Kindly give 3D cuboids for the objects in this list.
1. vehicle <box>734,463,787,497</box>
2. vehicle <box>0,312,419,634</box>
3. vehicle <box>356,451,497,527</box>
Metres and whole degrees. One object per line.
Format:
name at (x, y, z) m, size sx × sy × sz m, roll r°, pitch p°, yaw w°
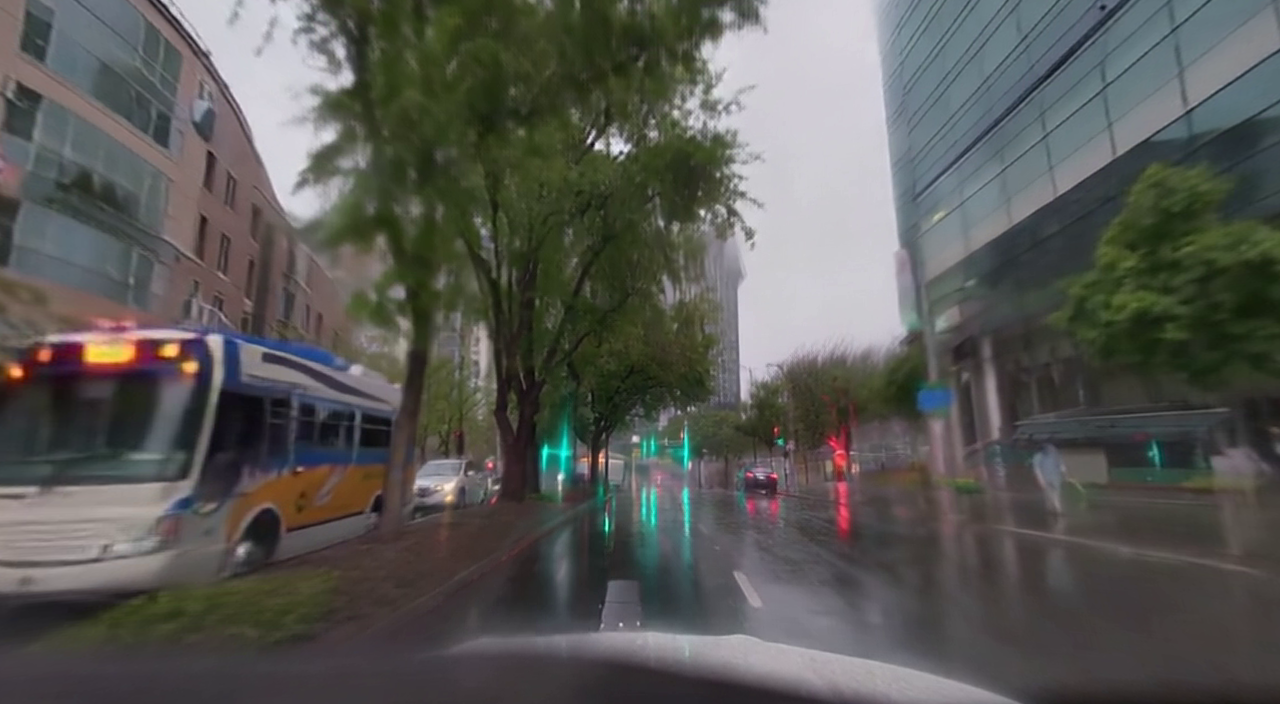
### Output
vehicle at (6.354, 6.762, 33.748) m, size 1.888 × 1.536 × 4.381 m, roll 0°, pitch -8°, yaw -1°
vehicle at (-5.098, 1.406, 8.237) m, size 2.268 × 2.708 × 5.699 m, roll 0°, pitch -8°, yaw 1°
vehicle at (-4.926, 3.185, 15.250) m, size 1.914 × 1.530 × 3.980 m, roll 0°, pitch -8°, yaw 1°
